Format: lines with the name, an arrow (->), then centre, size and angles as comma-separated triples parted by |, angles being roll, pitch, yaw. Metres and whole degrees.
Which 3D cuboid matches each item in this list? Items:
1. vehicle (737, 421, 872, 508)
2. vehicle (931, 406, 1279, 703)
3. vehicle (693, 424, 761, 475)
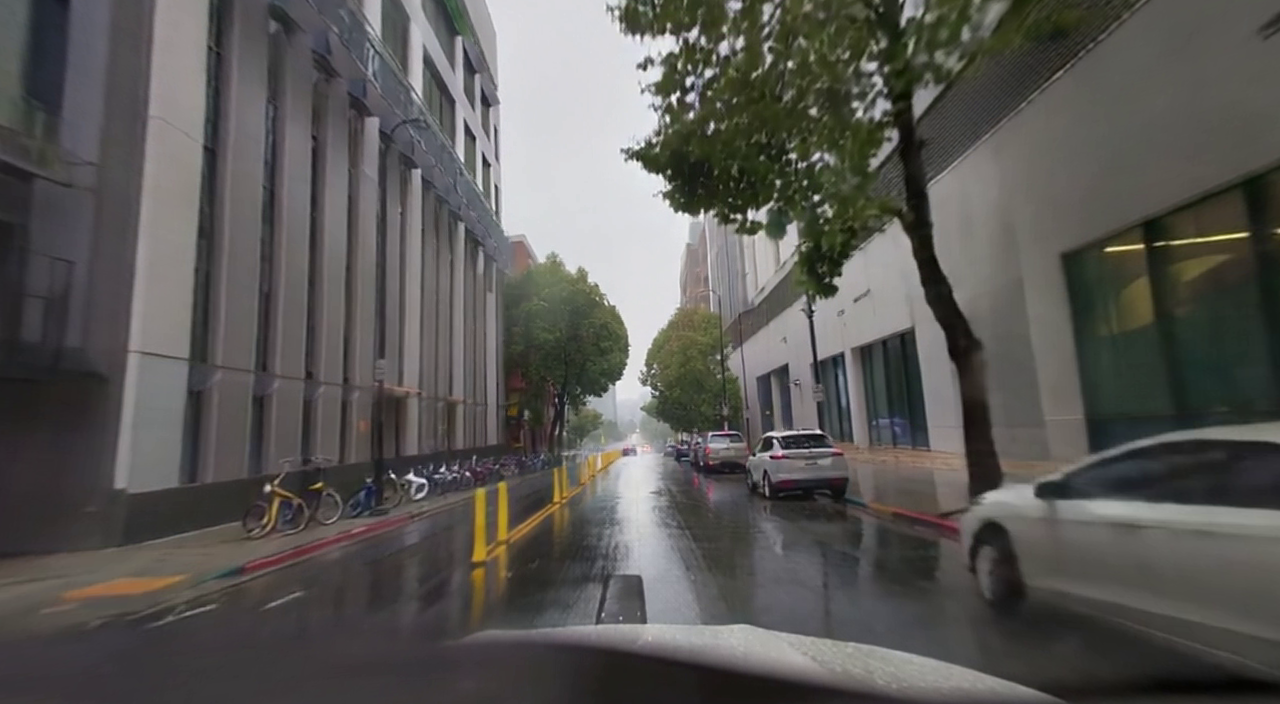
vehicle -> 3.799, 2.674, 15.452 | 1.999, 1.769, 4.191 | -1, -8, -2
vehicle -> 3.723, 1.047, 3.254 | 1.926, 1.509, 4.985 | -1, -8, -2
vehicle -> 3.472, 4.007, 26.094 | 2.127, 1.864, 4.892 | -1, -8, 0
